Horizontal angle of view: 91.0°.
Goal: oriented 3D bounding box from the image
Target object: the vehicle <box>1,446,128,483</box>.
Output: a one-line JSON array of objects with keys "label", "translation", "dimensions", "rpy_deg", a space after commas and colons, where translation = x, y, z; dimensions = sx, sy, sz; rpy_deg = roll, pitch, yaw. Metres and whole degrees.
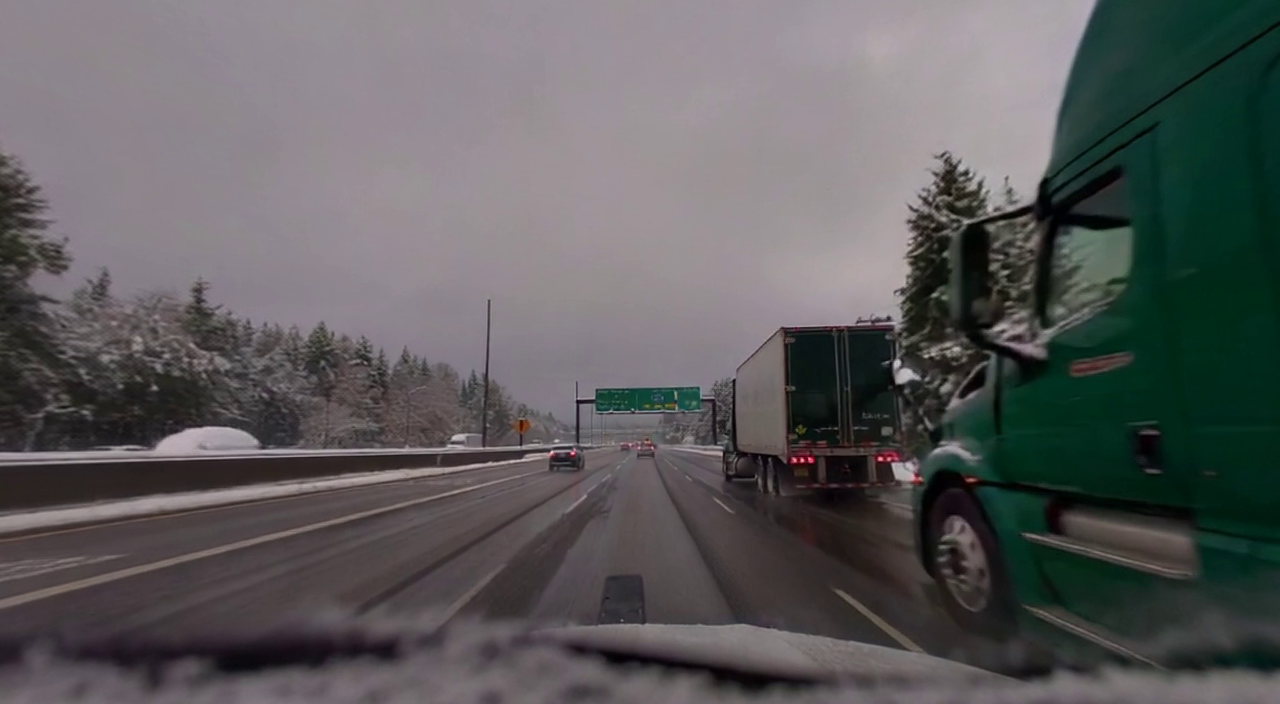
[{"label": "vehicle", "translation": [-24.950, 4.857, 27.502], "dimensions": [1.858, 1.516, 3.827], "rpy_deg": [0, -9, 1]}]

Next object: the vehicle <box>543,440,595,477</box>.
[{"label": "vehicle", "translation": [-3.367, 5.145, 30.556], "dimensions": [2.000, 1.658, 4.155], "rpy_deg": [0, -9, 1]}]

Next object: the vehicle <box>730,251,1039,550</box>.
[{"label": "vehicle", "translation": [3.743, 1.122, 12.109], "dimensions": [3.042, 4.037, 7.253], "rpy_deg": [0, -9, 1]}]
